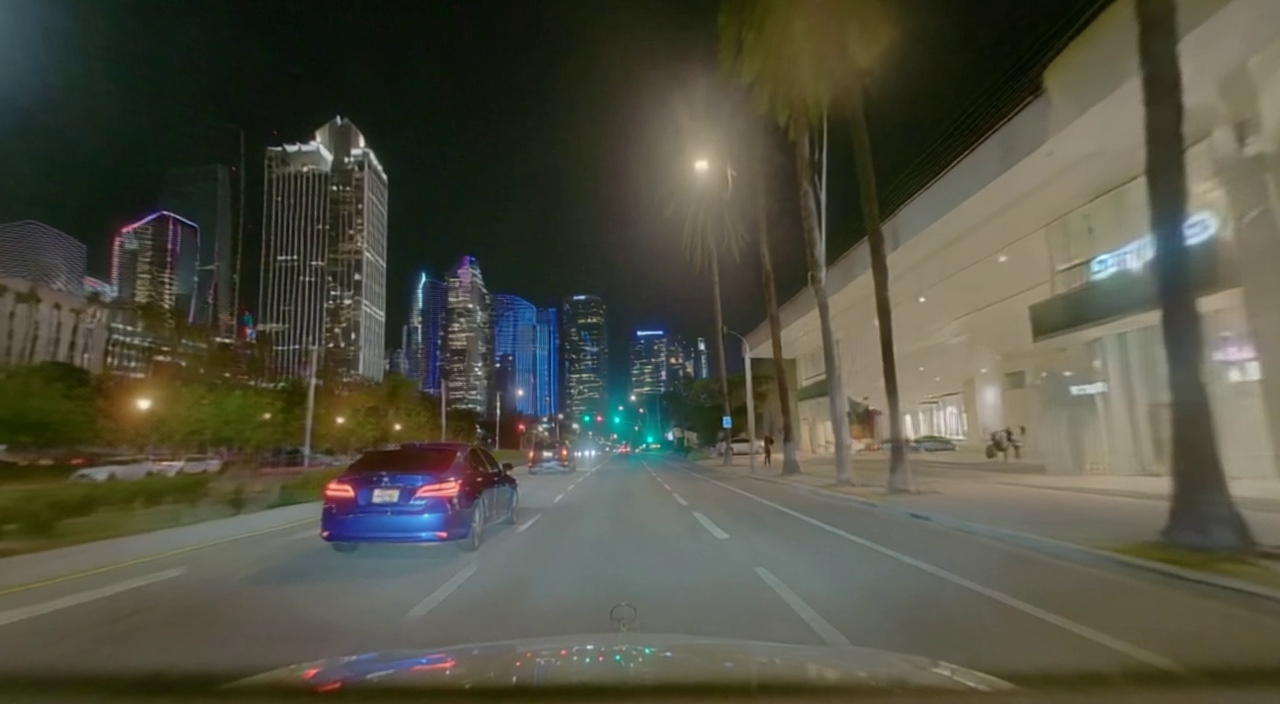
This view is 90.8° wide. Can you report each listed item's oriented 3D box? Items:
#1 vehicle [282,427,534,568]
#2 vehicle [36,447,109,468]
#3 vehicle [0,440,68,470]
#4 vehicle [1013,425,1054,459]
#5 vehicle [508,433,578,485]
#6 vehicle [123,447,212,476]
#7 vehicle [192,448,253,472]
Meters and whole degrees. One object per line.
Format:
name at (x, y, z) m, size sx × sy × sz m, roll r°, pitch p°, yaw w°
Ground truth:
vehicle at (-2.937, 1.941, 9.246) m, size 2.071 × 1.544 × 4.383 m, roll 0°, pitch -8°, yaw -1°
vehicle at (-43.199, 8.021, 48.139) m, size 3.721 × 1.477 × 1.828 m, roll 0°, pitch -8°, yaw -3°
vehicle at (-42.963, 7.127, 43.841) m, size 4.367 × 1.957 × 2.099 m, roll 0°, pitch -8°, yaw -2°
vehicle at (23.975, 5.493, 38.462) m, size 1.679 × 1.923 × 3.703 m, roll -6°, pitch -10°, yaw 36°
vehicle at (-3.384, 3.799, 22.682) m, size 1.894 × 1.702 × 3.999 m, roll 0°, pitch -8°, yaw 0°
vehicle at (-31.197, 7.211, 41.969) m, size 1.947 × 1.763 × 5.176 m, roll 0°, pitch -9°, yaw -1°
vehicle at (-31.556, 8.154, 47.918) m, size 1.835 × 1.664 × 3.972 m, roll 0°, pitch -8°, yaw 1°
